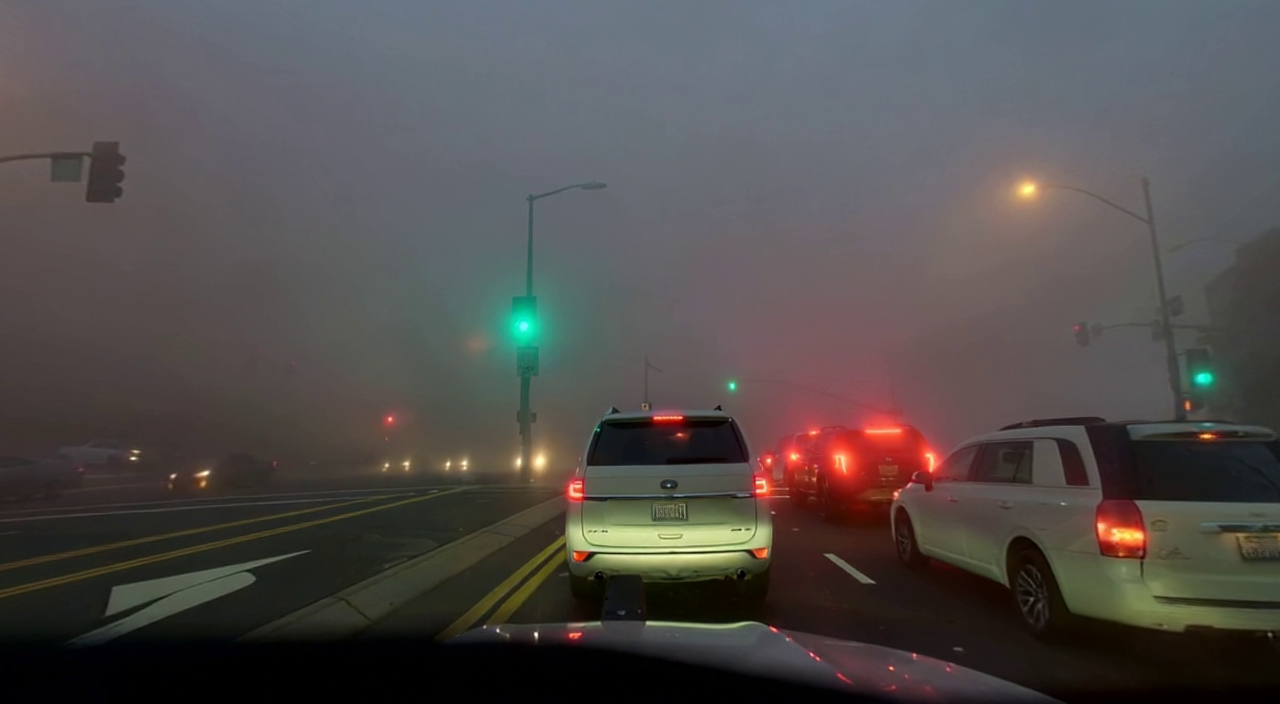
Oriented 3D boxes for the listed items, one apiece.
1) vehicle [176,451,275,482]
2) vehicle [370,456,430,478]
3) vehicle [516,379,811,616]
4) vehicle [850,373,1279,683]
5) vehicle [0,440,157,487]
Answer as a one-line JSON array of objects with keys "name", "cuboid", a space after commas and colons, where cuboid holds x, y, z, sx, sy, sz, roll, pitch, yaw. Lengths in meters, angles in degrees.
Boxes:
[{"name": "vehicle", "cuboid": [-25.116, 6.917, 38.520, 4.744, 1.739, 2.089, 4, -10, -28]}, {"name": "vehicle", "cuboid": [-17.314, 8.308, 45.800, 1.864, 1.444, 4.255, -2, -9, 14]}, {"name": "vehicle", "cuboid": [0.227, 1.465, 7.224, 2.292, 1.840, 4.394, 0, -9, 1]}, {"name": "vehicle", "cuboid": [3.576, 1.286, 5.695, 2.018, 1.701, 4.288, 0, -9, 2]}, {"name": "vehicle", "cuboid": [-24.584, 4.840, 27.551, 5.062, 1.946, 2.243, 0, -9, -1]}]
